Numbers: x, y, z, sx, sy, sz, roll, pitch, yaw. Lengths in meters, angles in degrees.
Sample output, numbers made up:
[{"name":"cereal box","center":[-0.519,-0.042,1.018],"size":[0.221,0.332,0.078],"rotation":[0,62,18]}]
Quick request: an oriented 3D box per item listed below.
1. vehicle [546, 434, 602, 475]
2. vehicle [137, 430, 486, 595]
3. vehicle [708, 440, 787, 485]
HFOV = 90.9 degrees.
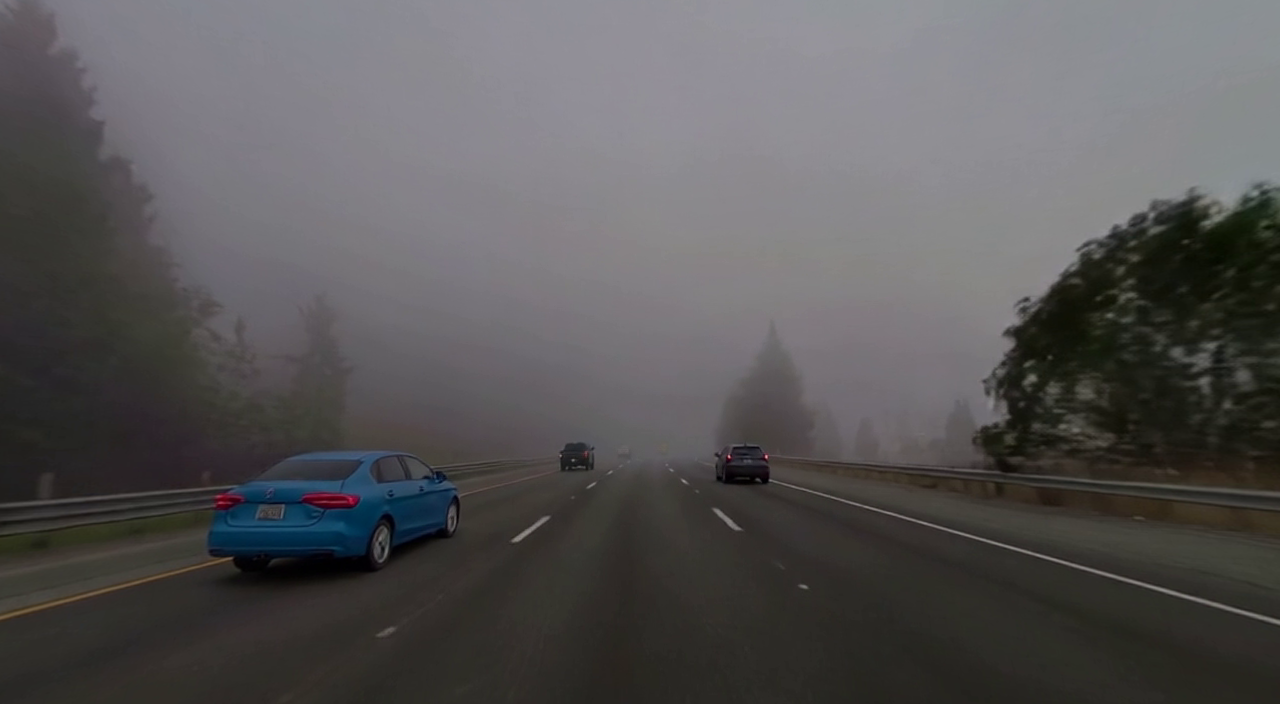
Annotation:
[{"name":"vehicle","center":[-3.153,5.047,31.203],"size":[2.122,1.847,4.696],"rotation":[0,-9,2]},{"name":"vehicle","center":[-3.539,1.791,8.005],"size":[1.948,1.475,4.461],"rotation":[0,-8,1]},{"name":"vehicle","center":[3.812,3.996,23.211],"size":[2.100,1.472,4.533],"rotation":[0,-8,0]}]
